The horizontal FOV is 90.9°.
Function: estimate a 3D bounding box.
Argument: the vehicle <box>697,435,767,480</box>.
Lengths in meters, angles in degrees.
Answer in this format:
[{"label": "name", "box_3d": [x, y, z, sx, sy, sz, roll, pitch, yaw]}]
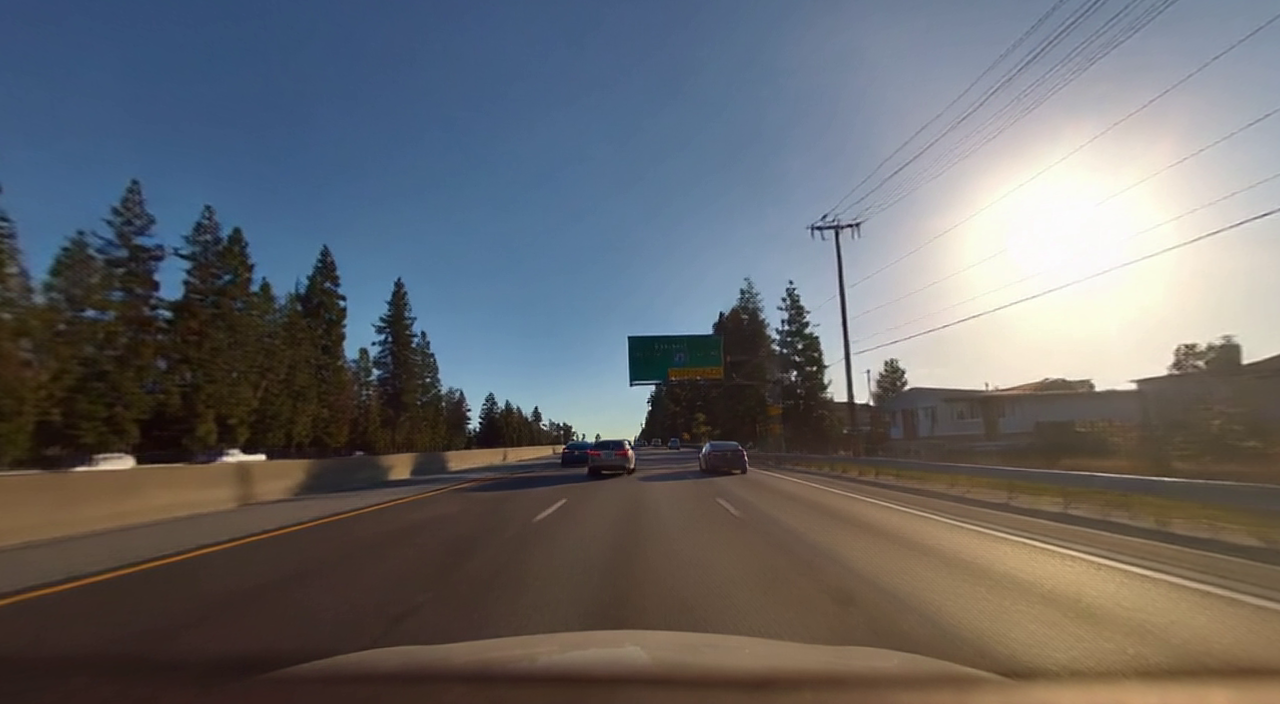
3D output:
[{"label": "vehicle", "box_3d": [3.385, 3.960, 23.931, 1.996, 1.579, 3.841, 0, -8, -1]}]

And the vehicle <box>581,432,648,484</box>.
[{"label": "vehicle", "box_3d": [-0.780, 3.636, 21.939, 2.049, 1.620, 4.153, 0, -8, 1]}]

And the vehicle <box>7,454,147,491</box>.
[{"label": "vehicle", "box_3d": [-31.573, 6.737, 35.713, 2.243, 1.760, 6.078, 0, -8, 1]}]

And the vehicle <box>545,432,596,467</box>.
[{"label": "vehicle", "box_3d": [-3.755, 5.359, 34.762, 2.217, 1.773, 4.553, 0, -8, 1]}]
